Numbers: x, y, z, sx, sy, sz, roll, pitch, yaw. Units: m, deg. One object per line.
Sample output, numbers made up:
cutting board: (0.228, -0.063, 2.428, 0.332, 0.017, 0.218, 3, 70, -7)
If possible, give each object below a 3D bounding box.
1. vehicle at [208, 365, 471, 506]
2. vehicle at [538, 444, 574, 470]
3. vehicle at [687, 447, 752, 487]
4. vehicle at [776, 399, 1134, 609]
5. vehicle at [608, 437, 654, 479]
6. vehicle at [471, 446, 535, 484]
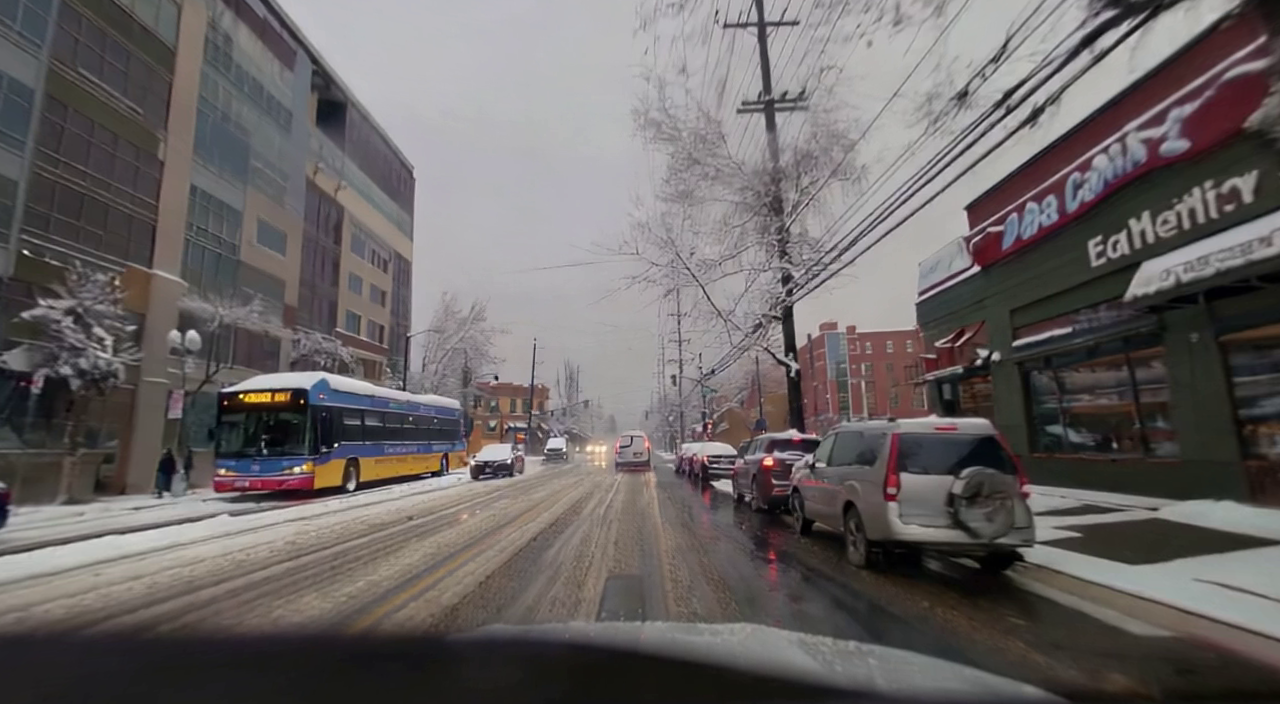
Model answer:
vehicle: (-9.567, 3.161, 23.062, 3.022, 3.627, 13.129, -1, -9, 1)
vehicle: (-5.970, 7.493, 45.467, 2.050, 1.763, 4.119, 0, -8, -1)
vehicle: (3.108, 4.591, 25.647, 2.018, 1.474, 4.524, 0, -8, 0)
vehicle: (3.125, 1.601, 7.584, 1.998, 1.746, 4.443, 0, -9, 0)
vehicle: (-0.392, 5.203, 31.313, 2.127, 1.893, 4.194, 0, -8, 1)
vehicle: (-6.150, 5.100, 28.786, 1.954, 1.581, 4.197, 0, -8, 0)
